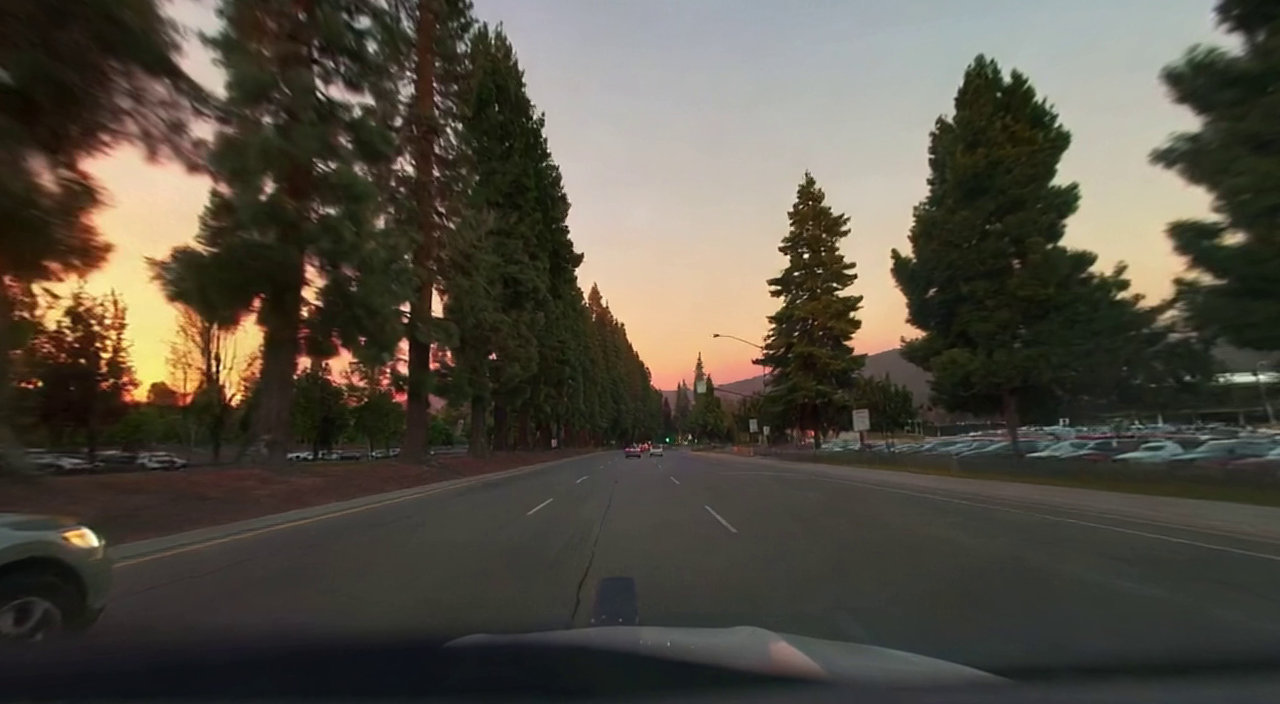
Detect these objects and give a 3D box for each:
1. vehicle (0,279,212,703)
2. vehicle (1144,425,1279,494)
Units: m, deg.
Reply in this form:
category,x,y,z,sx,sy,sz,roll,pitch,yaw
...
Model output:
category,x,y,z,sx,sy,sz,roll,pitch,yaw
vehicle,-3.842,0.511,1.317,2.428,1.985,4.999,0,-8,-1
vehicle,17.474,2.969,17.827,4.602,1.722,2.026,-3,-8,2
